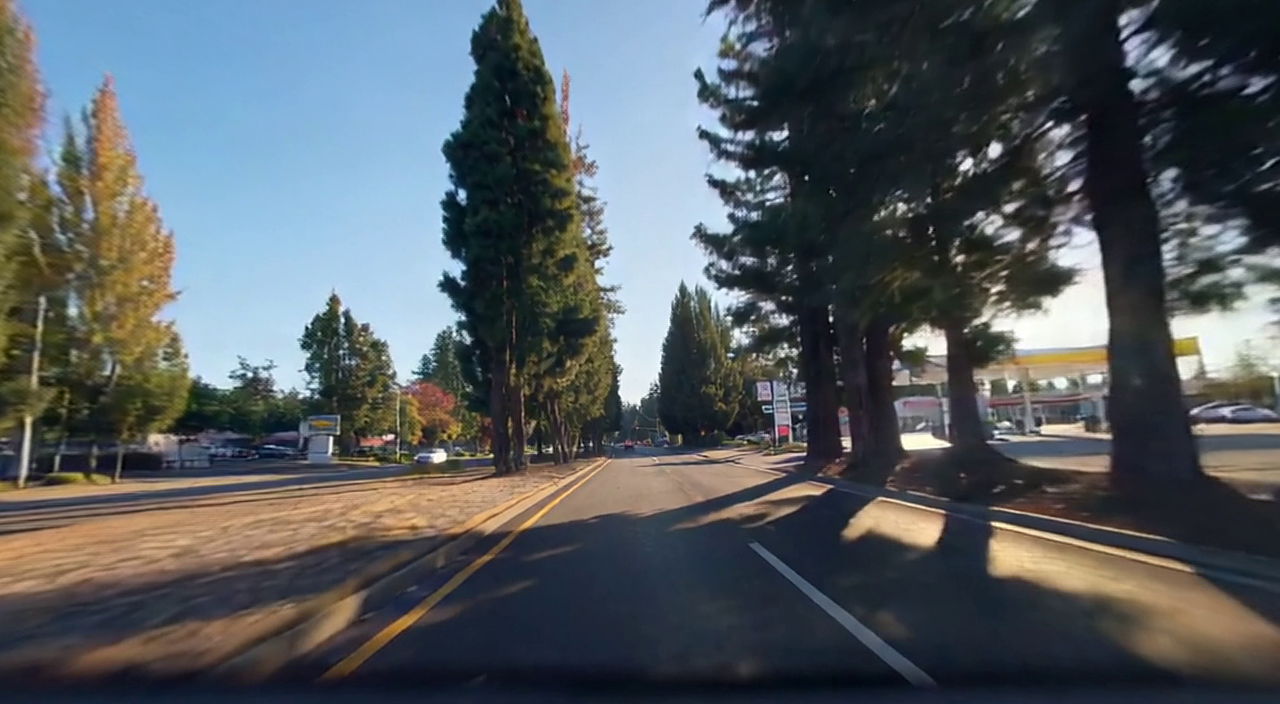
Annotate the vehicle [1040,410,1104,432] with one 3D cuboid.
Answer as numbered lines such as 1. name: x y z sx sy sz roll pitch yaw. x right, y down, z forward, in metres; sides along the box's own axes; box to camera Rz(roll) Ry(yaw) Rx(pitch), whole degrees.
1. vehicle: 30.844 4.934 45.116 3.747 1.423 1.776 1 -10 -21

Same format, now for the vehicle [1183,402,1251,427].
1. vehicle: 43.986 4.813 48.134 4.497 1.696 1.939 4 -9 -23

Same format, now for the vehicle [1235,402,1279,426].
1. vehicle: 45.097 4.473 45.408 4.188 1.566 1.854 4 -9 -25

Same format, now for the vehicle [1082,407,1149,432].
1. vehicle: 32.155 4.578 42.707 3.905 1.420 1.692 0 -9 -23
